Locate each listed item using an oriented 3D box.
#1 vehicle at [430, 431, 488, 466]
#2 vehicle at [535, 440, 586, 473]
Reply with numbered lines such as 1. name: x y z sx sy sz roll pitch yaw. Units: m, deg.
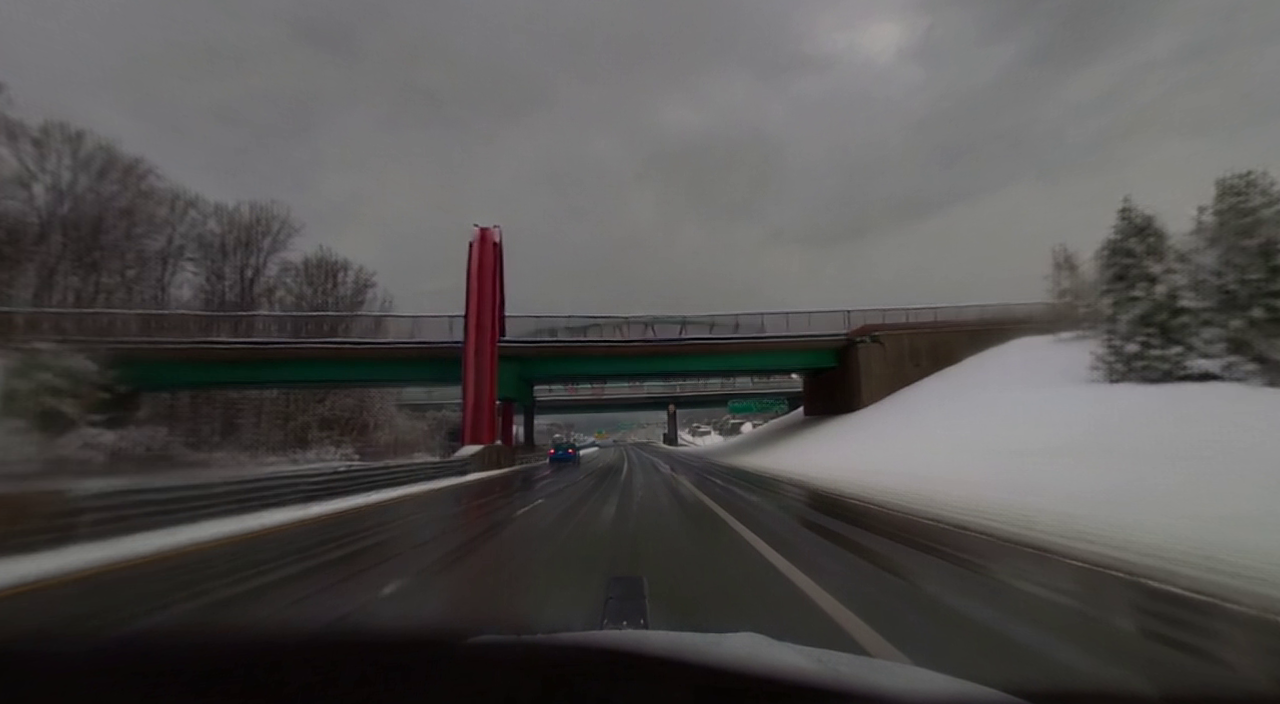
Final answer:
1. vehicle: -12.624 6.760 44.160 2.373 2.306 5.492 0 -8 1
2. vehicle: -4.025 5.385 32.607 2.052 1.556 4.405 0 -8 0
